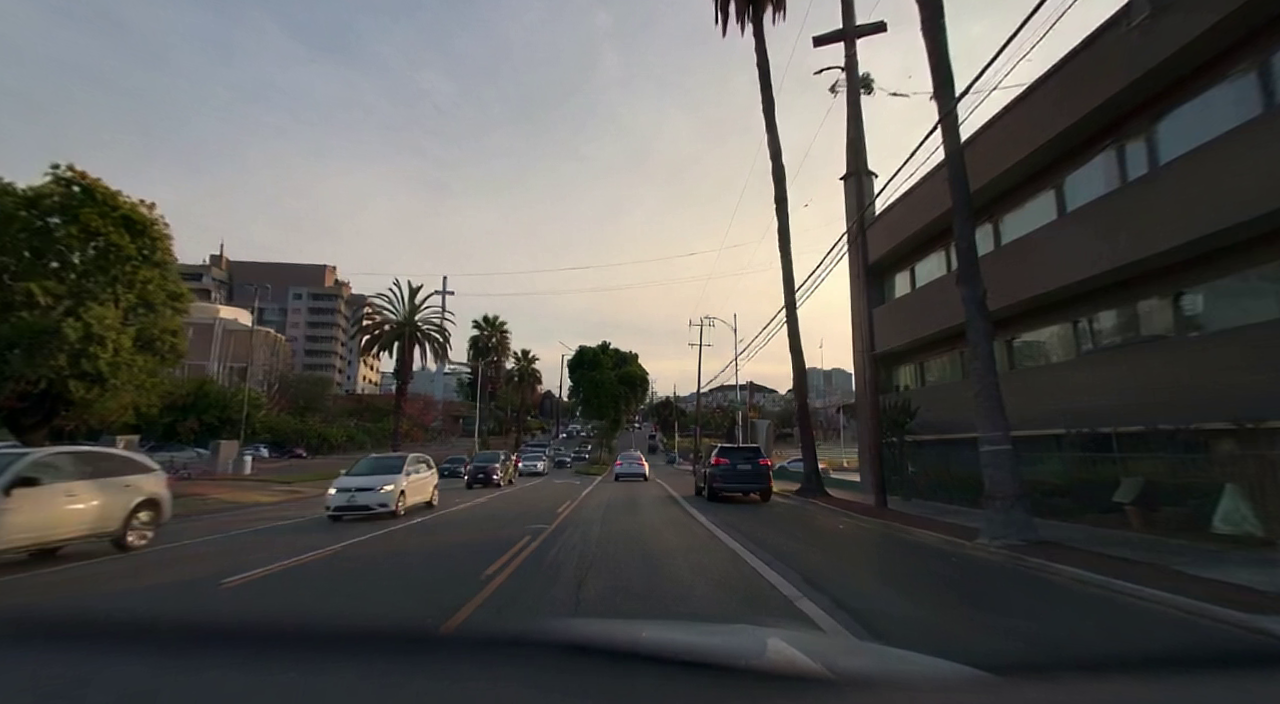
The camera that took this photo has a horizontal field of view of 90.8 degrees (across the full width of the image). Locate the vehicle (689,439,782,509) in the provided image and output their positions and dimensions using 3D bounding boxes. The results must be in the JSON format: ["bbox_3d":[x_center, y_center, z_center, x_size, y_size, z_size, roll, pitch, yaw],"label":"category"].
[{"bbox_3d":[2.732,3.599,19.211,1.995,1.858,4.333,0,-8,-2],"label":"vehicle"}]

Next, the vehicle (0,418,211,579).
[{"bbox_3d":[-9.022,2.031,9.258,2.218,1.962,4.611,0,-8,0],"label":"vehicle"}]

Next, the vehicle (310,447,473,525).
[{"bbox_3d":[-5.763,3.127,15.459,2.106,1.566,4.631,0,-8,0],"label":"vehicle"}]

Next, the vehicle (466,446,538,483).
[{"bbox_3d":[-5.900,4.843,27.594,2.083,1.451,4.707,0,-8,0],"label":"vehicle"}]

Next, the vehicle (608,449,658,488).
[{"bbox_3d":[-0.336,5.459,29.861,2.196,1.655,3.939,0,-8,-1],"label":"vehicle"}]
